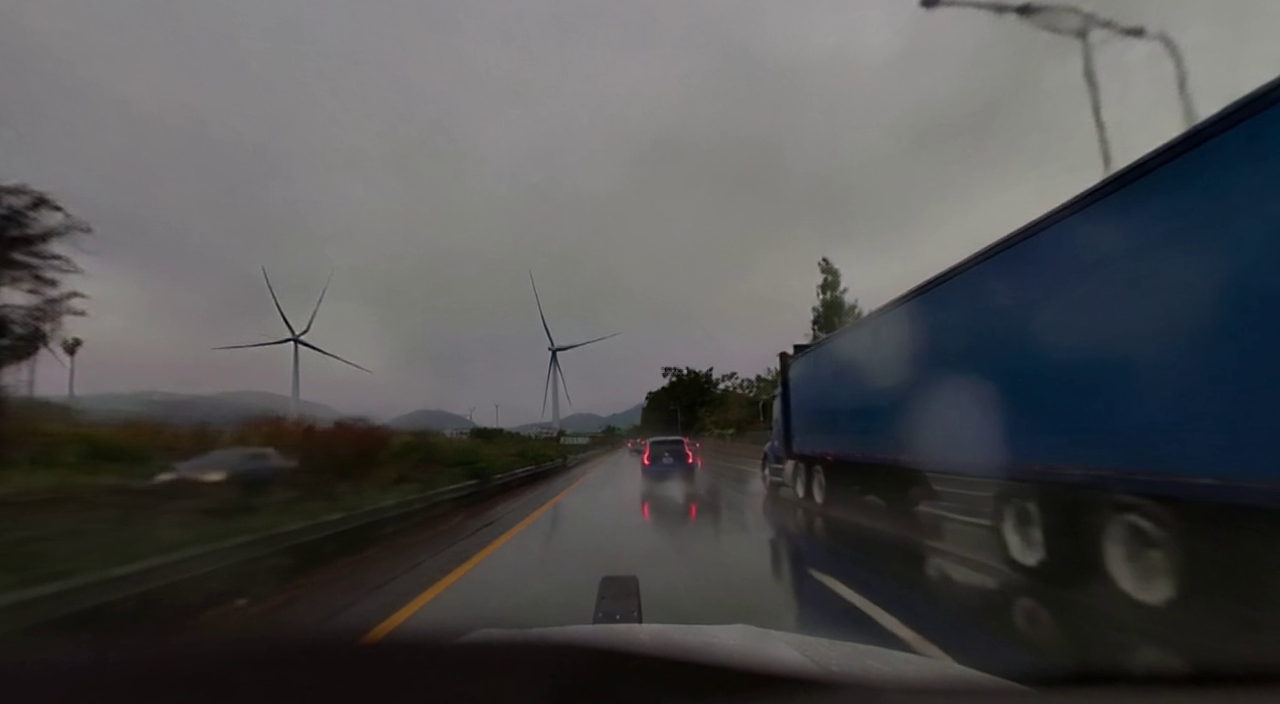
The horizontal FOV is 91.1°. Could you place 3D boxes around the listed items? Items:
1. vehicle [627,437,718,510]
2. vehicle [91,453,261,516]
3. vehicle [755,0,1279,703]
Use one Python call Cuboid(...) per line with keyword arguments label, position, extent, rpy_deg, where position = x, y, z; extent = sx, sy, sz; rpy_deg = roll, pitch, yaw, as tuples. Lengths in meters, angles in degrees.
Cuboid(label="vehicle", position=(0.734, 3.046, 16.421), extent=(2.038, 1.624, 4.312), rpy_deg=(0, -8, 0))
Cuboid(label="vehicle", position=(-12.756, 3.621, 17.647), extent=(1.884, 1.480, 3.831), rpy_deg=(0, -8, -1))
Cuboid(label="vehicle", position=(4.706, 0.588, 8.604), extent=(3.129, 4.126, 14.913), rpy_deg=(0, -8, -1))
